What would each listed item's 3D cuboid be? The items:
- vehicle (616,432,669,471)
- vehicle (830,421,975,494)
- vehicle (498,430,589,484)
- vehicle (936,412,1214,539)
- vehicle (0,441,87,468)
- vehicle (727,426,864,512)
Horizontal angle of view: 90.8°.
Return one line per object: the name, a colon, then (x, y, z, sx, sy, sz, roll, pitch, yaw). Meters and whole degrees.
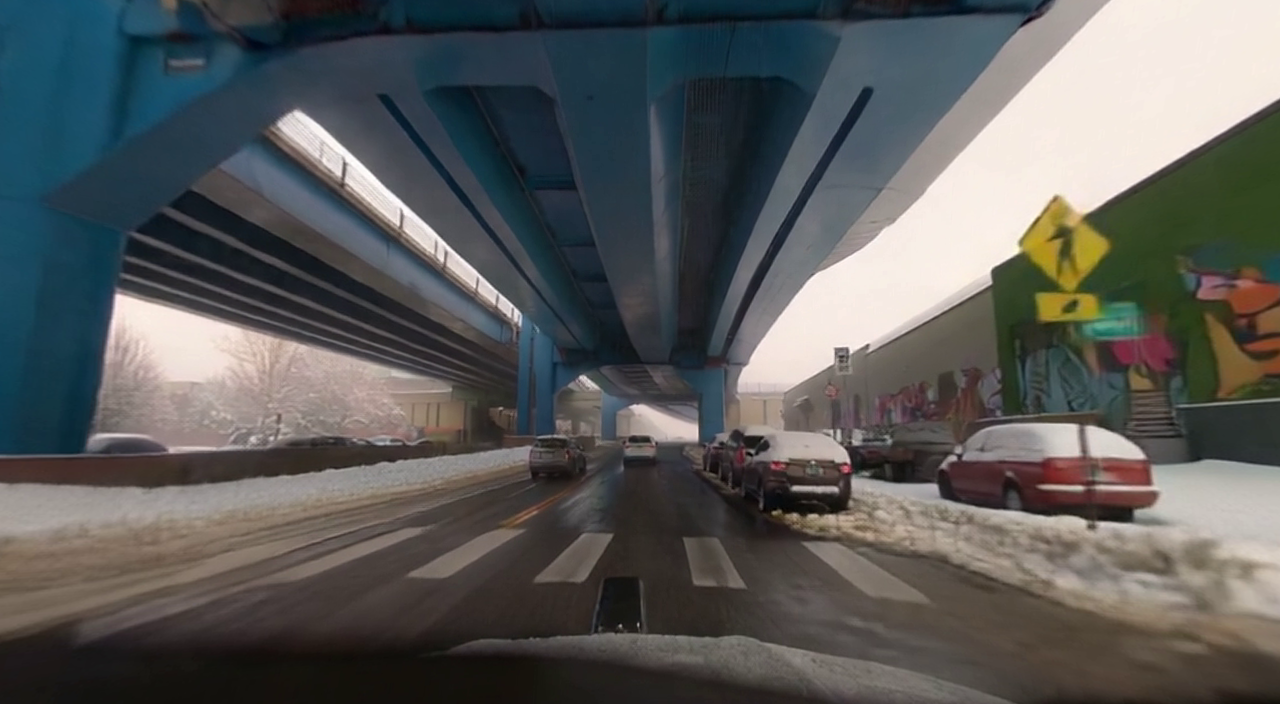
vehicle: (0.141, 4.273, 27.368, 2.155, 1.571, 3.734, 0, -8, 1)
vehicle: (7.657, 3.118, 19.111, 2.175, 1.909, 4.953, 0, -8, -1)
vehicle: (-2.925, 3.298, 20.230, 2.024, 1.533, 4.549, 0, -8, 2)
vehicle: (7.583, 2.121, 11.742, 2.275, 1.834, 4.294, 1, -7, 3)
vehicle: (-32.812, 5.580, 34.545, 3.461, 1.385, 1.552, 4, -9, -24)
vehicle: (3.204, 2.453, 13.916, 1.983, 1.589, 4.010, 0, -7, 0)
